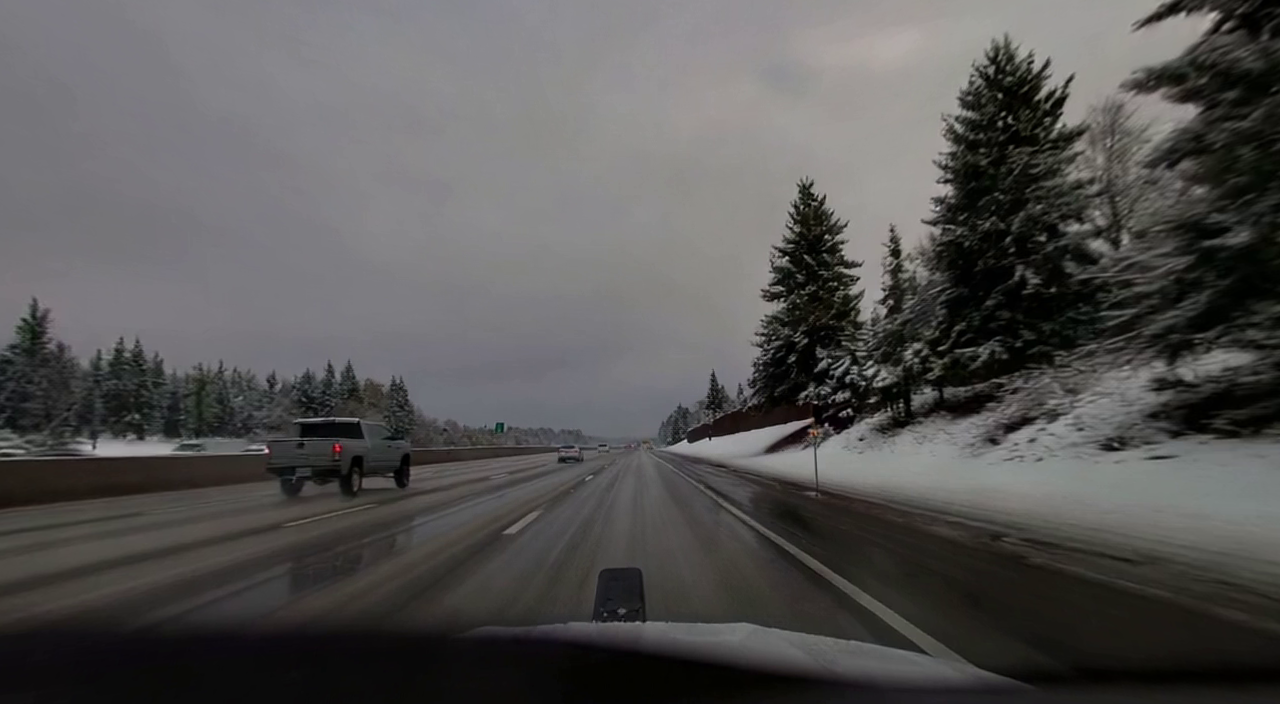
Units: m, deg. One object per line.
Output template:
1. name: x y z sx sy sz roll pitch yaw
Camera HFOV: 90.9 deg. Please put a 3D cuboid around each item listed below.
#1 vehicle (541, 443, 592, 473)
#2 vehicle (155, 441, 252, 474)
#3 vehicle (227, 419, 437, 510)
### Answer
1. vehicle: -3.802 5.545 33.386 2.106 1.452 4.525 0 -8 0
2. vehicle: -29.450 7.114 42.828 2.262 1.999 5.898 0 -8 1
3. vehicle: -7.606 2.864 16.661 2.351 1.922 6.335 0 -8 0
